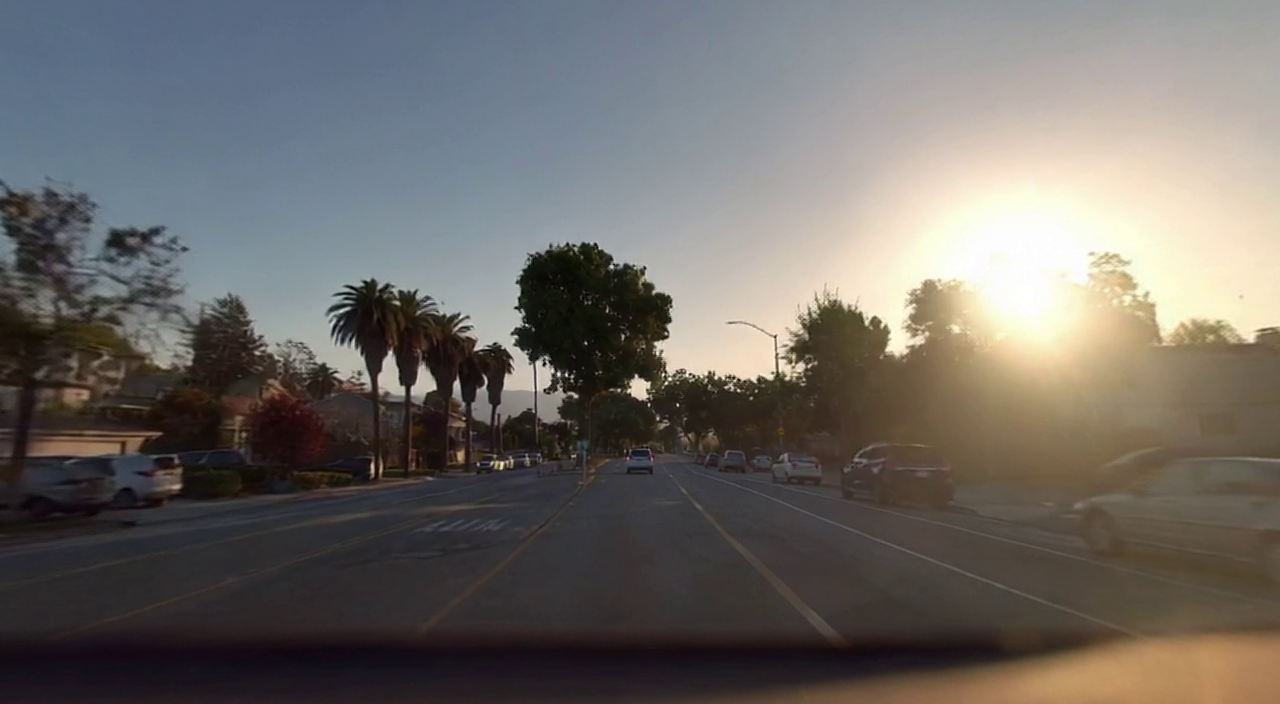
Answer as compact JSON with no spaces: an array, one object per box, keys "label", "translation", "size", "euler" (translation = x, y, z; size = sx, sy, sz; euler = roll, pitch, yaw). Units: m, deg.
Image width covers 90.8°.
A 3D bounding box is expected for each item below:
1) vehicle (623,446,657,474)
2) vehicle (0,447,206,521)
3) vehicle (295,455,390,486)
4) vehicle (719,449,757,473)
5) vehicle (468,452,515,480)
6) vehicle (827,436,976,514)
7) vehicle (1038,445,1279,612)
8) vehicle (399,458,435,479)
[{"label":"vehicle","translation":[-0.052,7.521,44.321],"size":[2.248,1.833,4.798],"euler":[0,-9,-1]},{"label":"vehicle","translation":[-16.756,4.035,19.994],"size":[2.185,1.993,5.054],"euler":[-1,-9,4]},{"label":"vehicle","translation":[-17.695,7.064,37.729],"size":[4.683,1.686,1.950],"euler":[-1,-9,2]},{"label":"vehicle","translation":[7.359,8.261,47.908],"size":[2.024,1.687,4.477],"euler":[0,-9,-1]},{"label":"vehicle","translation":[-11.501,8.841,49.184],"size":[2.157,1.969,5.725],"euler":[-3,-10,1]},{"label":"vehicle","translation":[7.017,3.342,17.766],"size":[2.035,1.822,5.449],"euler":[-1,-9,2]},{"label":"vehicle","translation":[6.851,1.789,6.954],"size":[1.947,1.505,4.759],"euler":[-1,-9,2]},{"label":"vehicle","translation":[-17.125,8.943,48.699],"size":[1.847,1.507,4.632],"euler":[1,-9,-11]}]
